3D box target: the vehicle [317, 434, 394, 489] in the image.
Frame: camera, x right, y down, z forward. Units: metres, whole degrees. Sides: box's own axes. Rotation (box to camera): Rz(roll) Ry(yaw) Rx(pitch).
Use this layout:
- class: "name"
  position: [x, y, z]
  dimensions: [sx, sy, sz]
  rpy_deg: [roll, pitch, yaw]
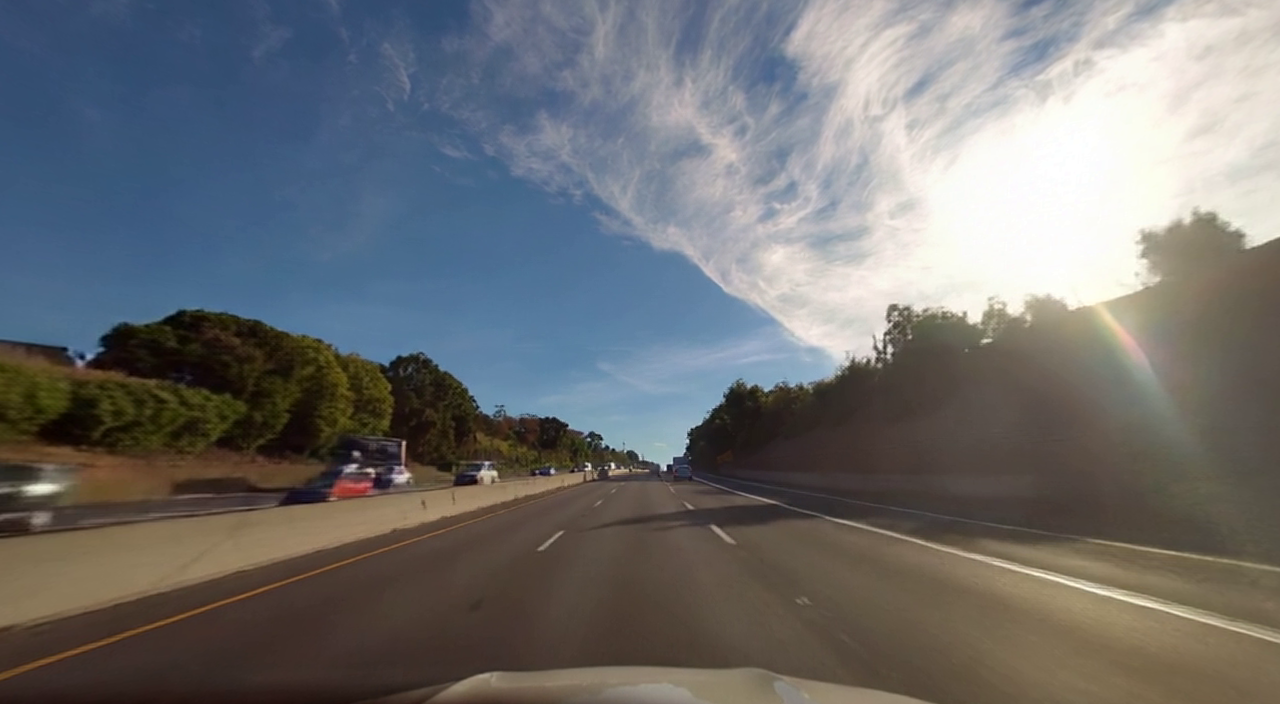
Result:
- class: "vehicle"
  position: [-21.540, 8.357, 48.047]
  dimensions: [2.867, 3.883, 5.784]
  rpy_deg: [1, -10, 1]

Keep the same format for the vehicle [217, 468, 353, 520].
- class: "vehicle"
  position: [-10.889, 4.369, 19.715]
  dimensions: [1.902, 1.395, 4.007]
  rpy_deg: [1, -10, 0]
